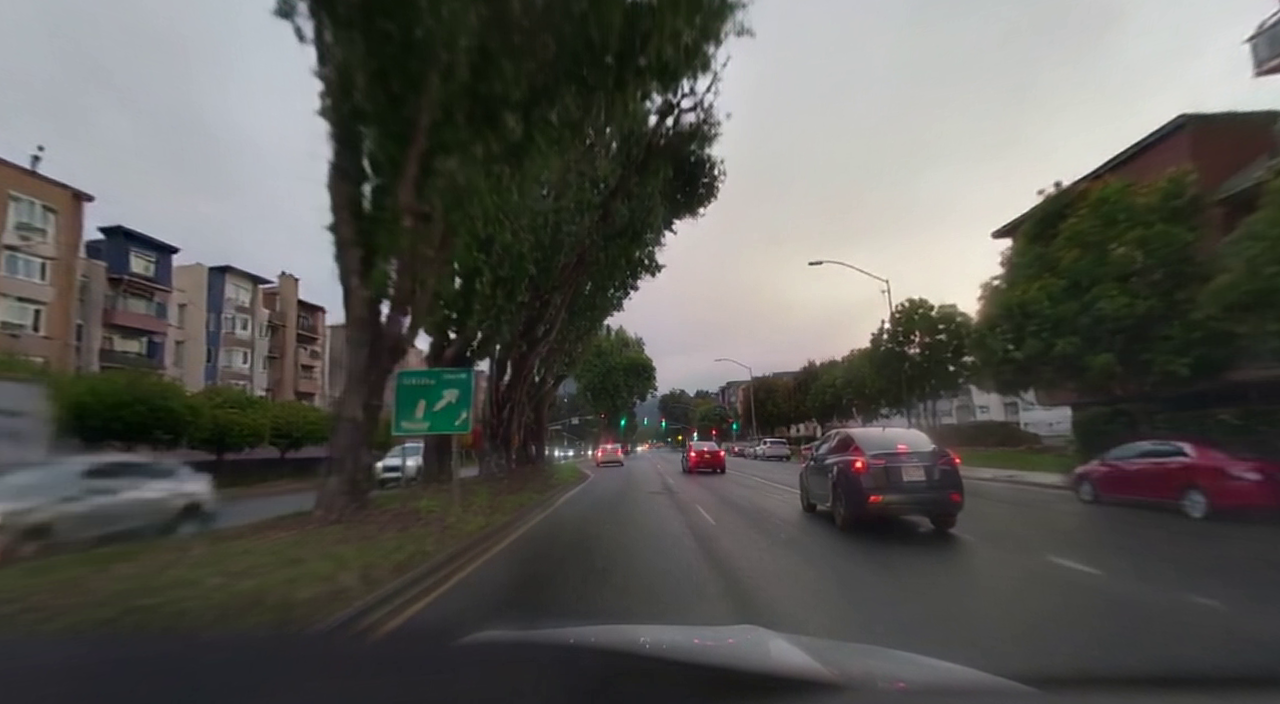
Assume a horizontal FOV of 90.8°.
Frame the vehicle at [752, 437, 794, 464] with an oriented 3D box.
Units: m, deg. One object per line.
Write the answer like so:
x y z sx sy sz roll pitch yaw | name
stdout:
9.547 7.123 45.778 2.064 1.837 4.724 0 -9 0 | vehicle

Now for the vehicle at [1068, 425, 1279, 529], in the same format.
10.151 2.092 10.997 2.134 1.472 4.519 0 -9 -2 | vehicle

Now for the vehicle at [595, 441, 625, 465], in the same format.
-2.298 7.577 47.586 2.065 1.716 4.265 1 -9 -5 | vehicle

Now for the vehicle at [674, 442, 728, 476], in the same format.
2.782 5.013 29.803 2.003 1.480 4.494 0 -9 -1 | vehicle

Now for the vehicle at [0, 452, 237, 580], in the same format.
-8.678 2.323 9.789 1.949 1.503 4.388 0 -9 0 | vehicle

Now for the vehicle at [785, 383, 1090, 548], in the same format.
4.314 1.831 10.706 2.427 2.017 5.763 0 -9 1 | vehicle
